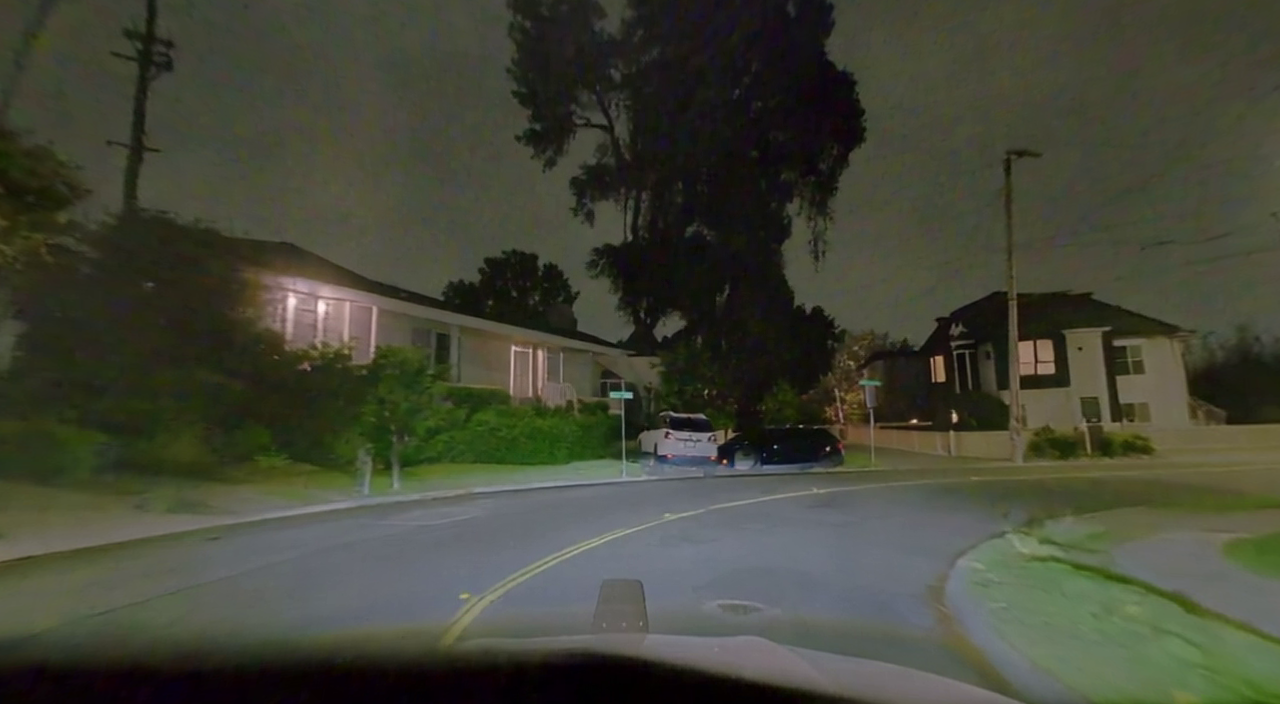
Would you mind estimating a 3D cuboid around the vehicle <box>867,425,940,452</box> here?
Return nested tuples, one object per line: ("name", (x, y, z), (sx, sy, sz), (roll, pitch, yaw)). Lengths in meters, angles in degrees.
("vehicle", (16.587, 5.488, 39.807), (3.784, 1.532, 1.650), (-2, -9, 3))
